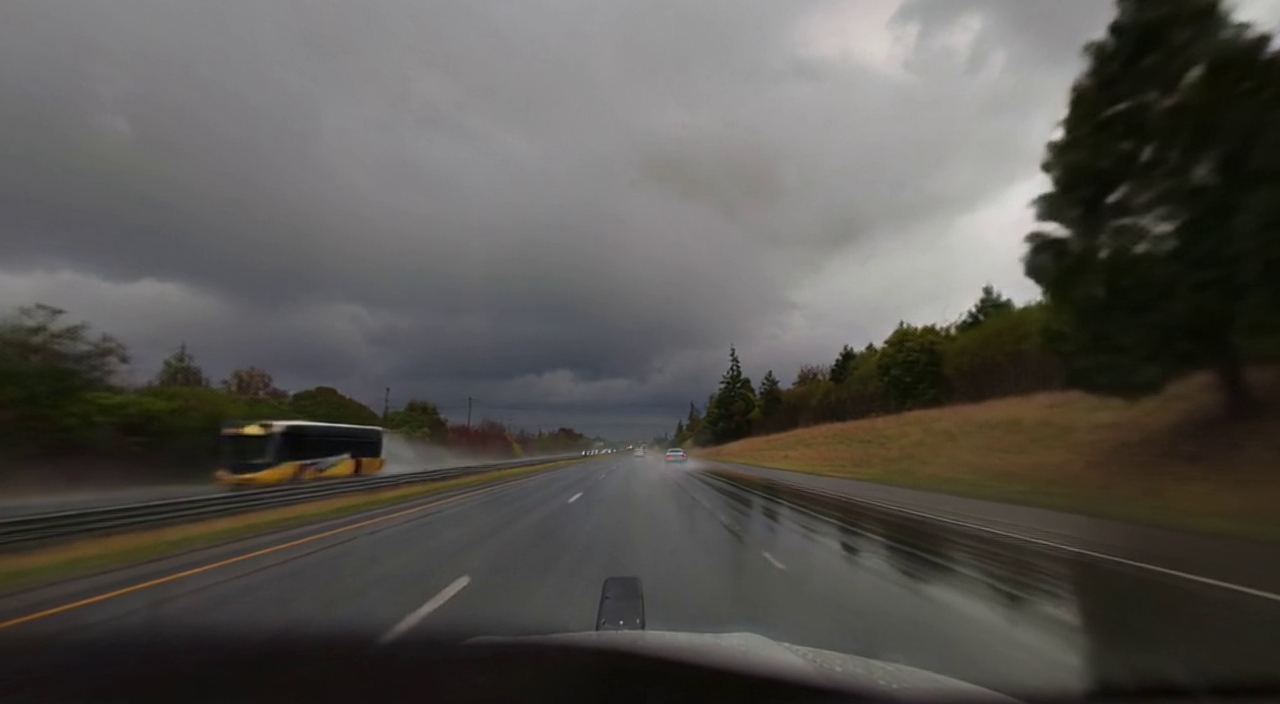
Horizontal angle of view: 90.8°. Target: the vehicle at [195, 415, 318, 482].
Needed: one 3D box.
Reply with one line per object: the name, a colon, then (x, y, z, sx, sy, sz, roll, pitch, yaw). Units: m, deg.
vehicle: (-20.752, 5.277, 34.610, 2.938, 3.294, 5.899, 0, -9, 0)
